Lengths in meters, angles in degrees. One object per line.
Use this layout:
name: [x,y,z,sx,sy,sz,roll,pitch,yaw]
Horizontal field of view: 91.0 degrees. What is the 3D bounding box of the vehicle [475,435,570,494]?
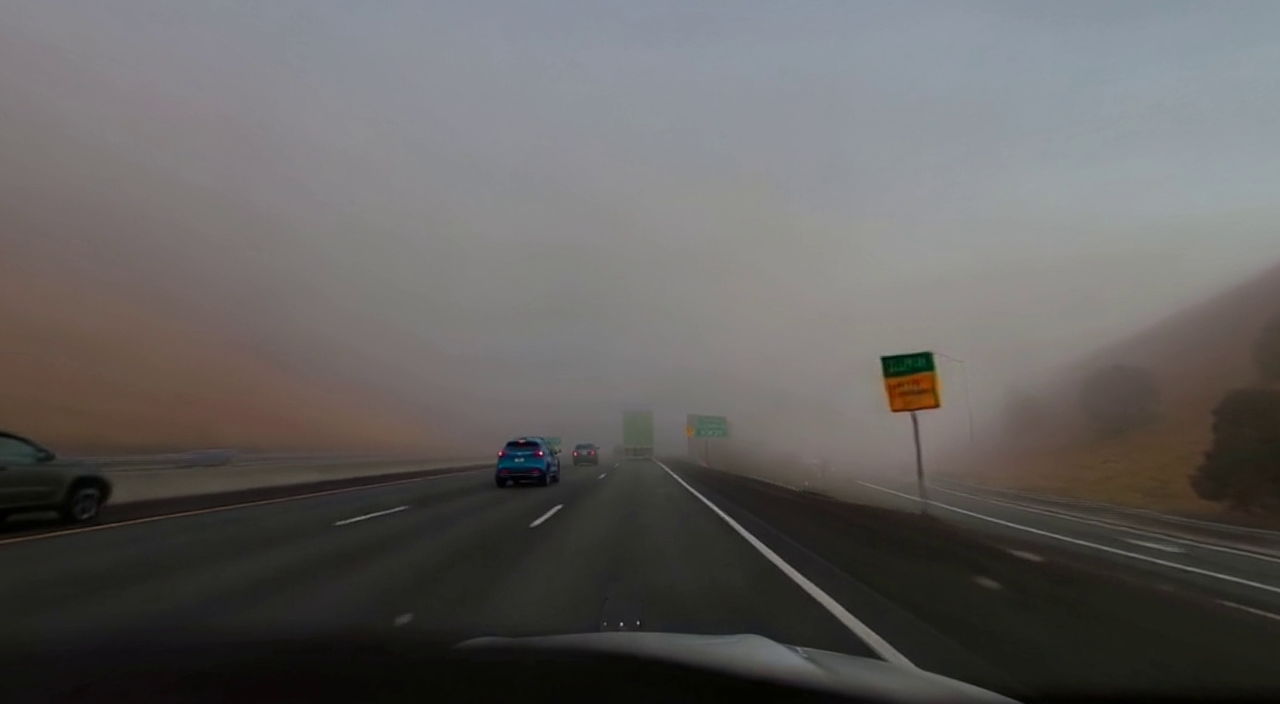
vehicle: [-3.756,3.696,21.122,2.194,1.725,4.698,0,-9,1]
